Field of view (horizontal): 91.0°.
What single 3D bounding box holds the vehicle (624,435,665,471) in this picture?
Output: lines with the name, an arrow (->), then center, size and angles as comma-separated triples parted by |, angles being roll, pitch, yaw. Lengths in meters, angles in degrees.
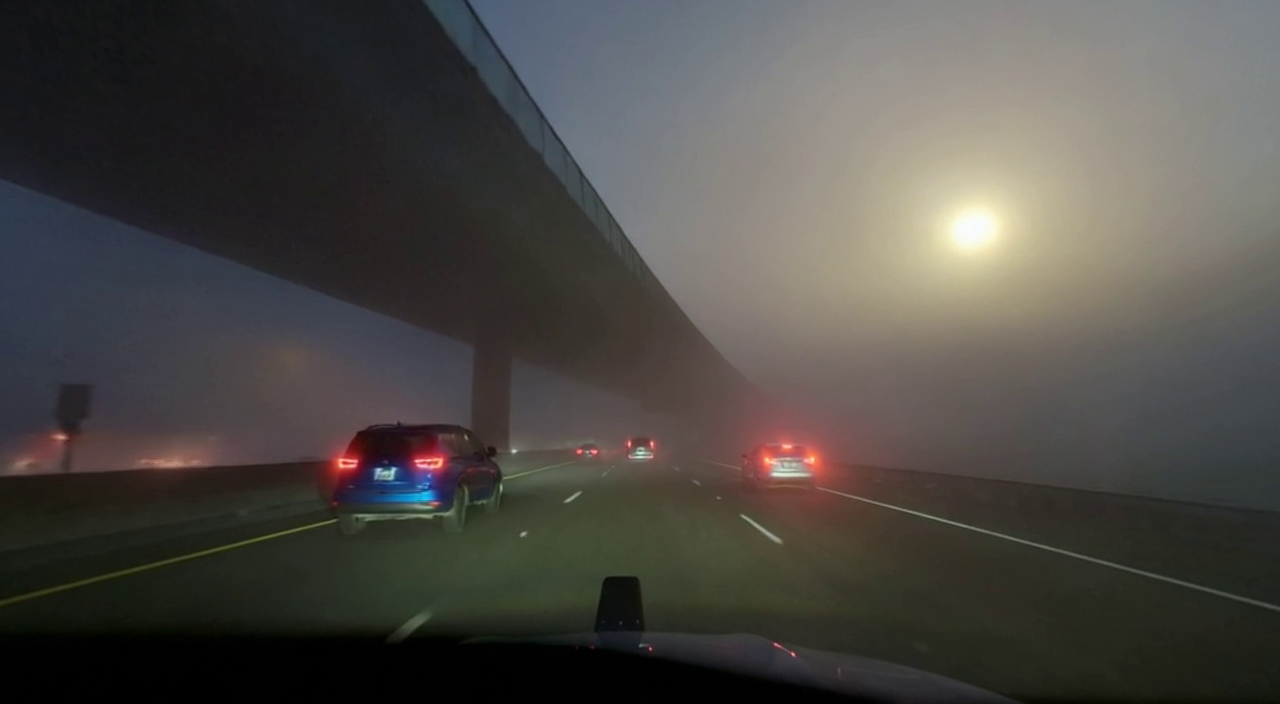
vehicle -> 0.254, 5.653, 35.370 | 2.155, 1.909, 4.529 | 0, -9, 0

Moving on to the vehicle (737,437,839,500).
vehicle -> 4.002, 3.216, 17.709 | 1.959, 1.554, 3.795 | 0, -9, 0

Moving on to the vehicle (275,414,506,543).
vehicle -> -3.926, 2.090, 10.989 | 2.089, 1.751, 4.515 | 0, -9, 1

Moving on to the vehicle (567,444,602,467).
vehicle -> -3.860, 7.292, 44.480 | 1.994, 1.475, 4.171 | 0, -9, 1
